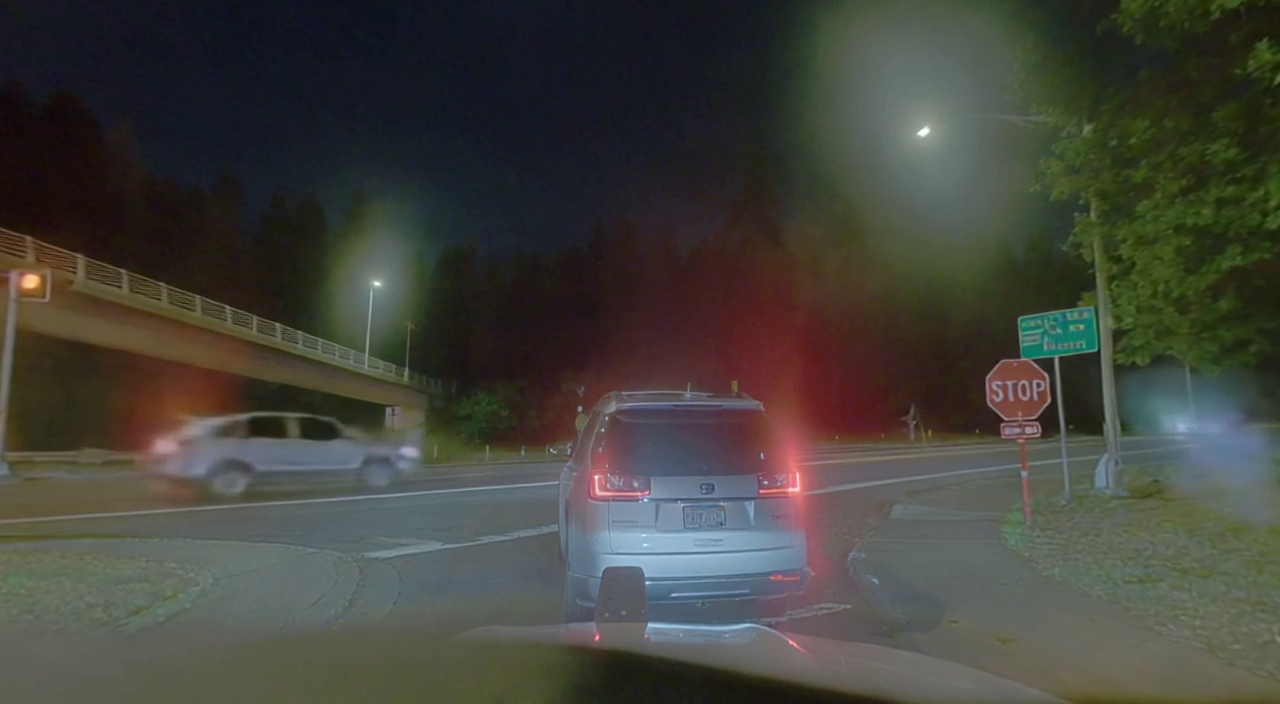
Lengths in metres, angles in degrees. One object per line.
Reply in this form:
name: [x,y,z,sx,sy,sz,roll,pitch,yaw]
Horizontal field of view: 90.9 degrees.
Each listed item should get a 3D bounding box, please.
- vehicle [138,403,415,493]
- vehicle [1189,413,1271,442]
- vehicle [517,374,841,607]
vehicle: [-8.219,2.234,14.818,5.166,1.791,2.131,5,-10,-28]
vehicle: [37.058,4.779,39.593,5.060,1.648,2.038,4,-10,-27]
vehicle: [0.302,1.400,7.137,2.494,1.804,4.336,0,-9,0]
